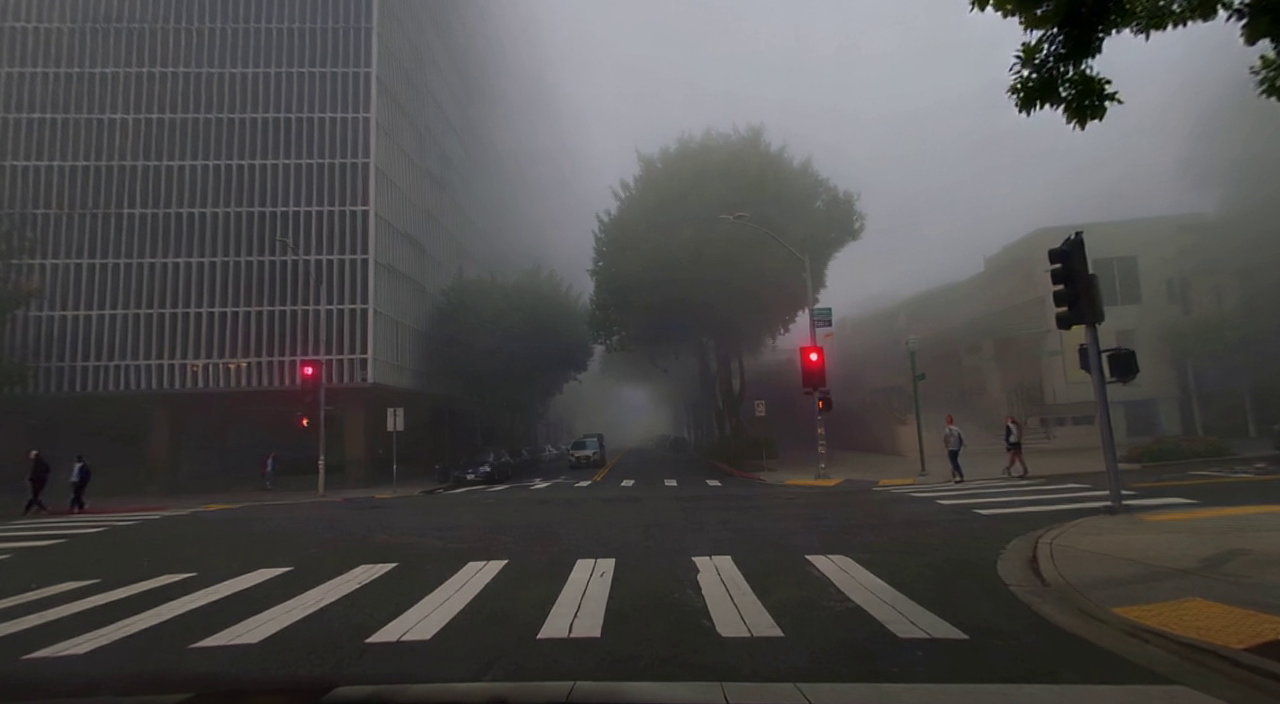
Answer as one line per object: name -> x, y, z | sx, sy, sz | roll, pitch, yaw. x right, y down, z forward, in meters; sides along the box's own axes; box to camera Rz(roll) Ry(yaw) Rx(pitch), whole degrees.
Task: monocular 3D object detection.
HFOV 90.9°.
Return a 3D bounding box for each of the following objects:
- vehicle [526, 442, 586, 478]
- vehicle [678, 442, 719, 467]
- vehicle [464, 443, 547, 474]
vehicle -> -3.673, 4.816, 28.462 | 1.989, 1.481, 4.500 | 0, -8, 1
vehicle -> 3.536, 6.282, 38.862 | 1.853, 1.426, 4.160 | 1, -8, -3
vehicle -> -8.033, 6.369, 38.009 | 1.963, 1.726, 4.526 | -8, -12, 44
